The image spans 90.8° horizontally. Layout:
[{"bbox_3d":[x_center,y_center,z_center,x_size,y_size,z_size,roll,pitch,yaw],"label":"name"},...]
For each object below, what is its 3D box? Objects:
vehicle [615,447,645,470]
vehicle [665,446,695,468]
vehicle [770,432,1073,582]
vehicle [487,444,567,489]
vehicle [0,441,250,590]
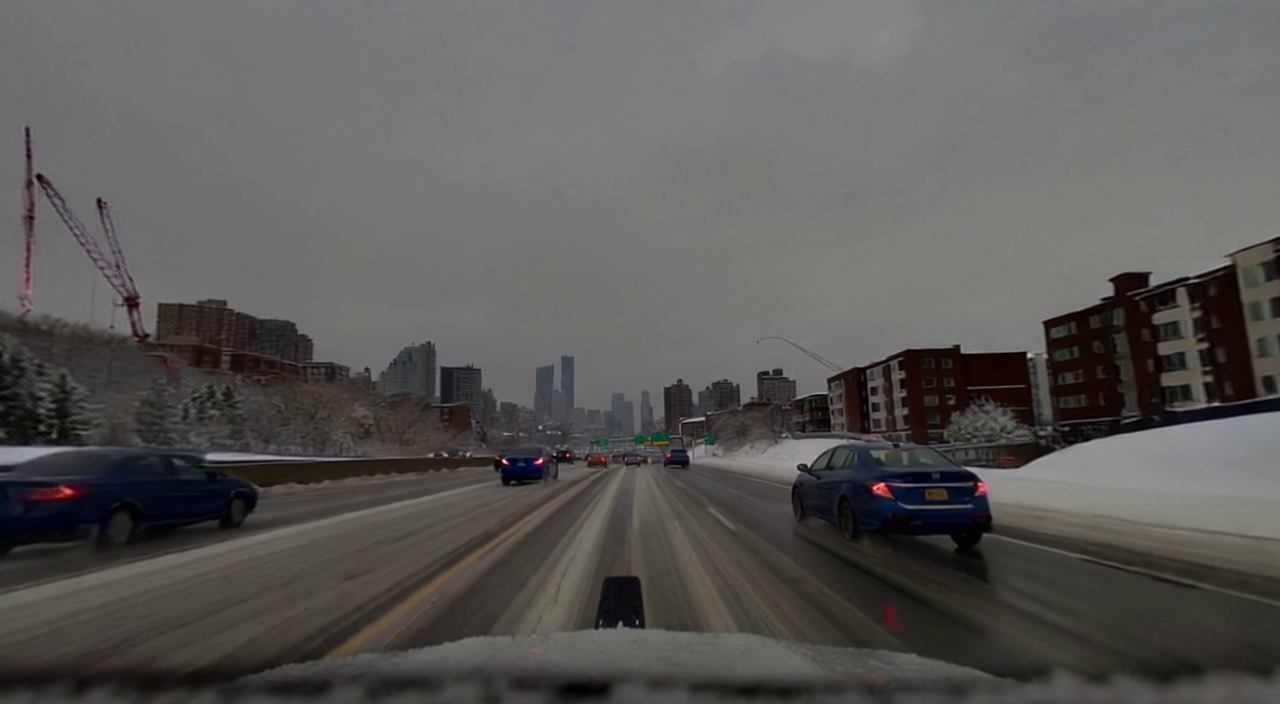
[{"bbox_3d":[-0.719,7.437,44.246,2.019,1.472,3.971,0,-8,-1],"label":"vehicle"},{"bbox_3d":[3.093,8.272,49.788,1.978,1.602,4.092,0,-8,-2],"label":"vehicle"},{"bbox_3d":[3.323,1.896,8.684,1.995,1.486,4.463,0,-8,-2],"label":"vehicle"},{"bbox_3d":[-4.076,4.184,23.555,2.136,1.512,4.488,0,-8,0],"label":"vehicle"},{"bbox_3d":[-7.584,1.984,8.516,1.951,1.528,4.209,0,-8,0],"label":"vehicle"}]
